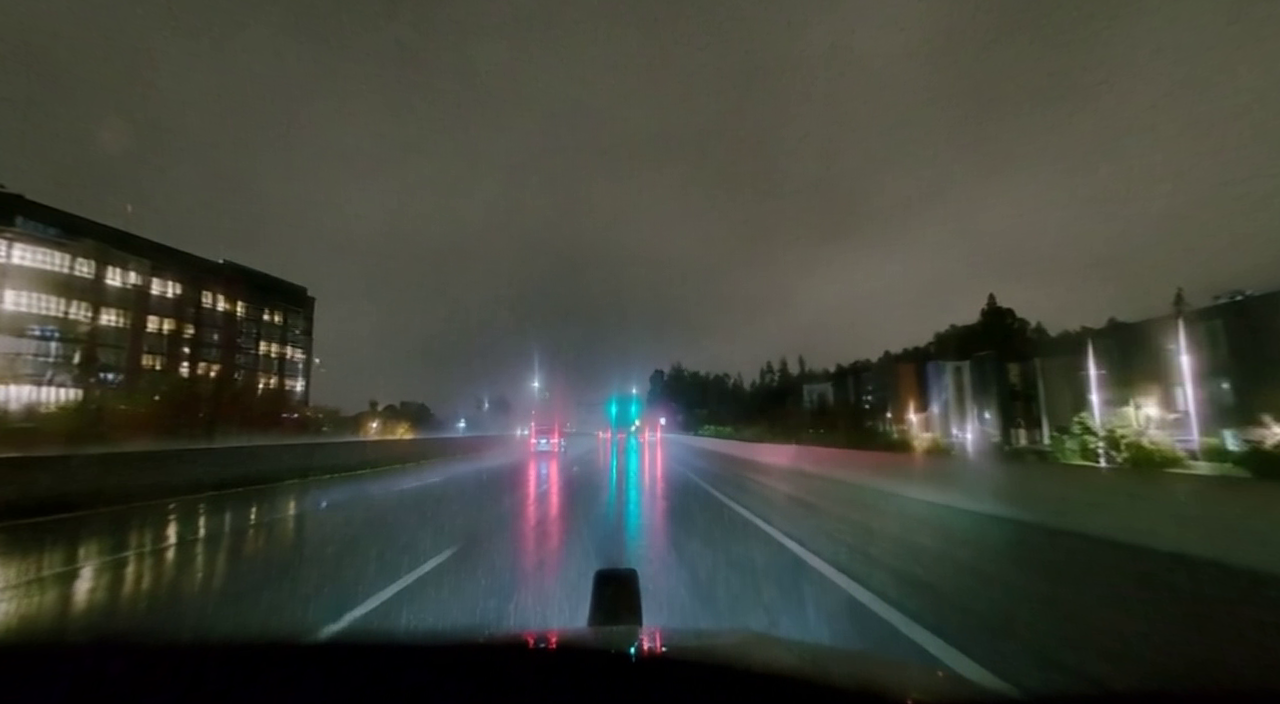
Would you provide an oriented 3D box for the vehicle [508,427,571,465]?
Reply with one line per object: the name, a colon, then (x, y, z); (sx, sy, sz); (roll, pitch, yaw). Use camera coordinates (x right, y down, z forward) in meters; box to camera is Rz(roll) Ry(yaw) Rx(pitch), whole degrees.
vehicle: (-4.242, 4.054, 27.263); (1.996, 1.490, 4.571); (0, -8, 0)
